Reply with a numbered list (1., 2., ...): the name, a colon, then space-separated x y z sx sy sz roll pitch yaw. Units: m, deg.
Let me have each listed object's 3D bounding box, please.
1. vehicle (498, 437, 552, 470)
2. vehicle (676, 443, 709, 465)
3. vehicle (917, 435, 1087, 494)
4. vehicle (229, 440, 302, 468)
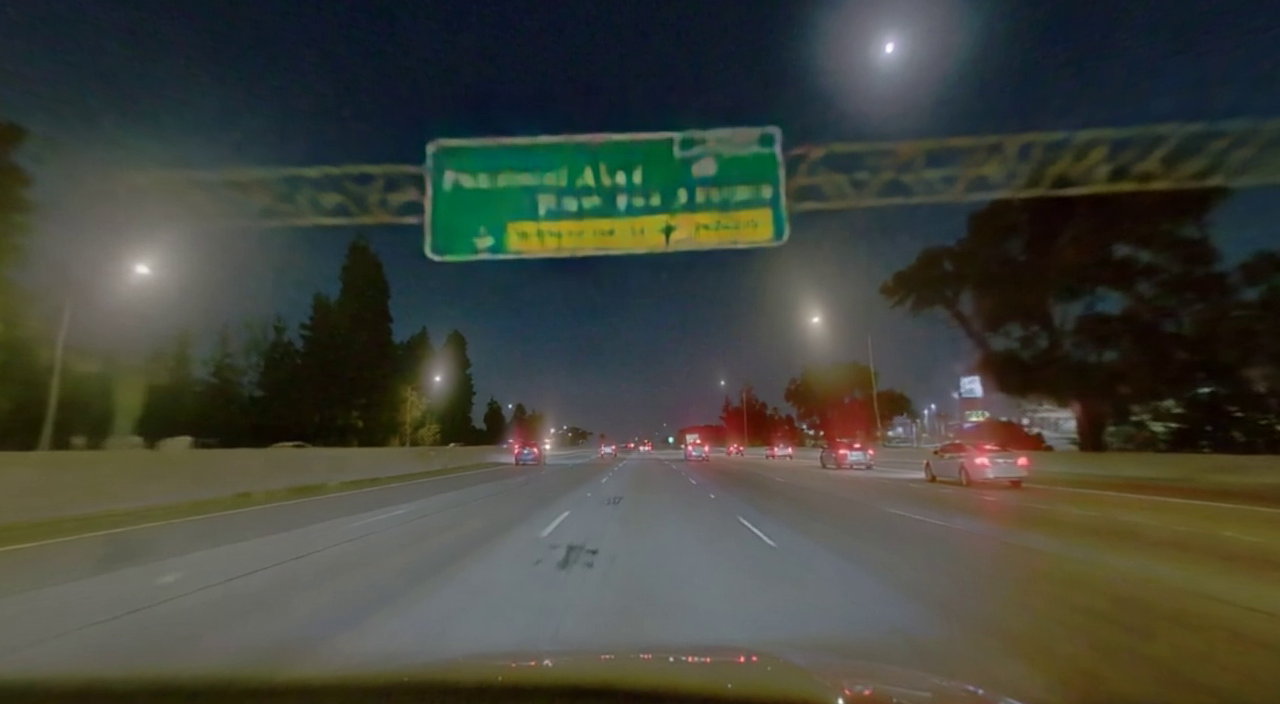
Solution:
1. vehicle: -6.336 5.660 35.204 2.091 1.746 4.437 0 -9 1
2. vehicle: 3.595 7.016 43.355 1.950 1.453 3.378 0 -9 -1
3. vehicle: 10.150 3.189 18.173 1.979 1.467 4.839 0 -9 -1
4. vehicle: -21.127 5.753 35.570 1.834 1.442 3.673 0 -9 0
